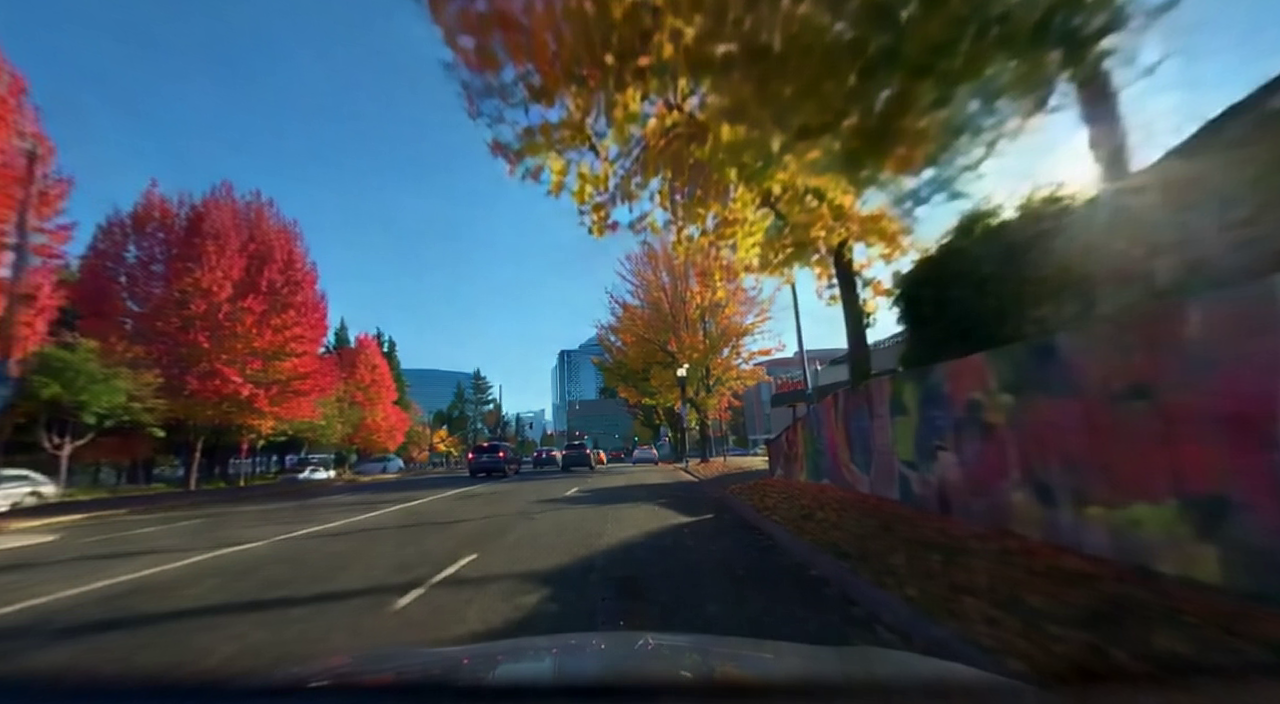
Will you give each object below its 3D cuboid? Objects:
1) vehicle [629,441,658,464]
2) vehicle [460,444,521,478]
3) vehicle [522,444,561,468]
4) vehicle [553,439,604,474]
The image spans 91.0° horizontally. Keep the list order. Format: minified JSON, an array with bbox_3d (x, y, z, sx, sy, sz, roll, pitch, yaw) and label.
[{"bbox_3d":[0.236,7.821,48.973,2.144,1.704,4.028,1,-9,-1],"label":"vehicle"},{"bbox_3d":[-7.480,5.479,31.930,1.932,1.596,4.247,0,-9,1],"label":"vehicle"},{"bbox_3d":[-7.446,7.901,47.909,2.069,1.719,4.441,0,-9,2],"label":"vehicle"},{"bbox_3d":[-3.158,5.499,33.338,2.165,1.663,4.513,0,-9,1],"label":"vehicle"}]
